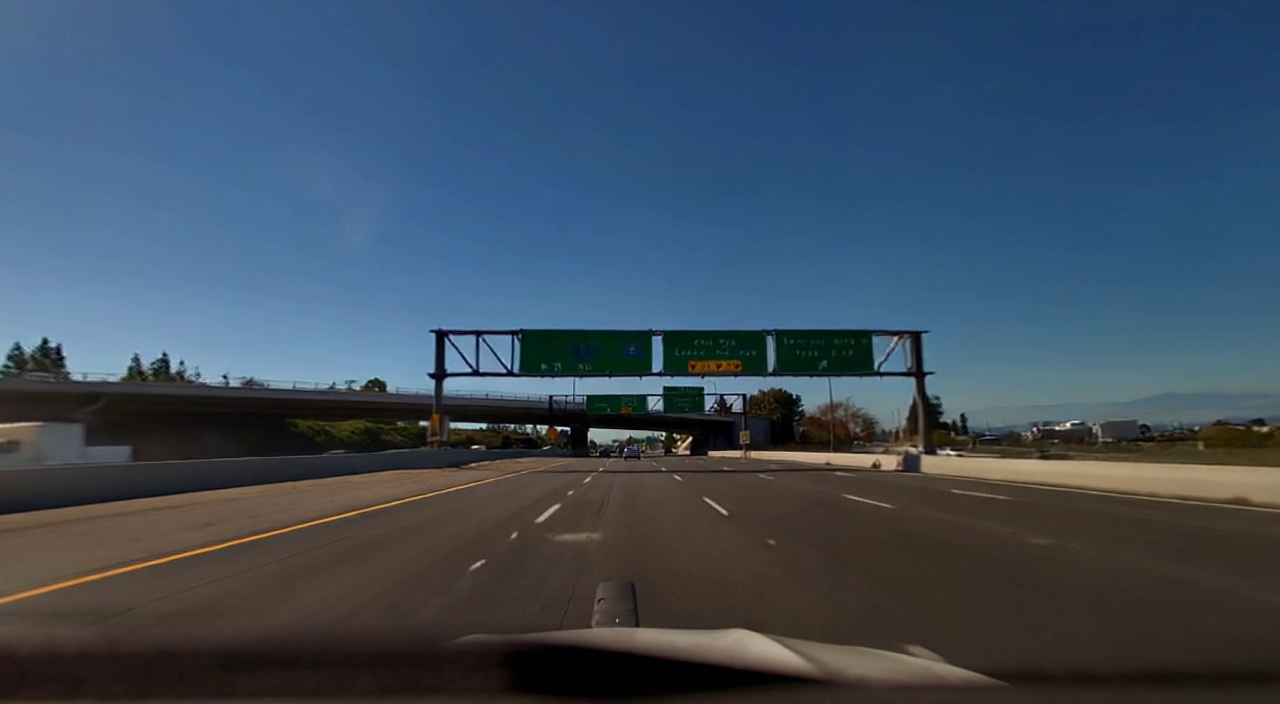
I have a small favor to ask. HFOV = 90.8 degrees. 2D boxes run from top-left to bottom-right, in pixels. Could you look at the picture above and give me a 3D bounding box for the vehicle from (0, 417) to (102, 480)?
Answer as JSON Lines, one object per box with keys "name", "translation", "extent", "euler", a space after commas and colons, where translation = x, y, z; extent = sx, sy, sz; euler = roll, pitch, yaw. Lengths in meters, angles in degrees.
{"name": "vehicle", "translation": [-43.279, 6.783, 44.382], "extent": [3.043, 4.064, 8.784], "euler": [0, -8, -1]}
